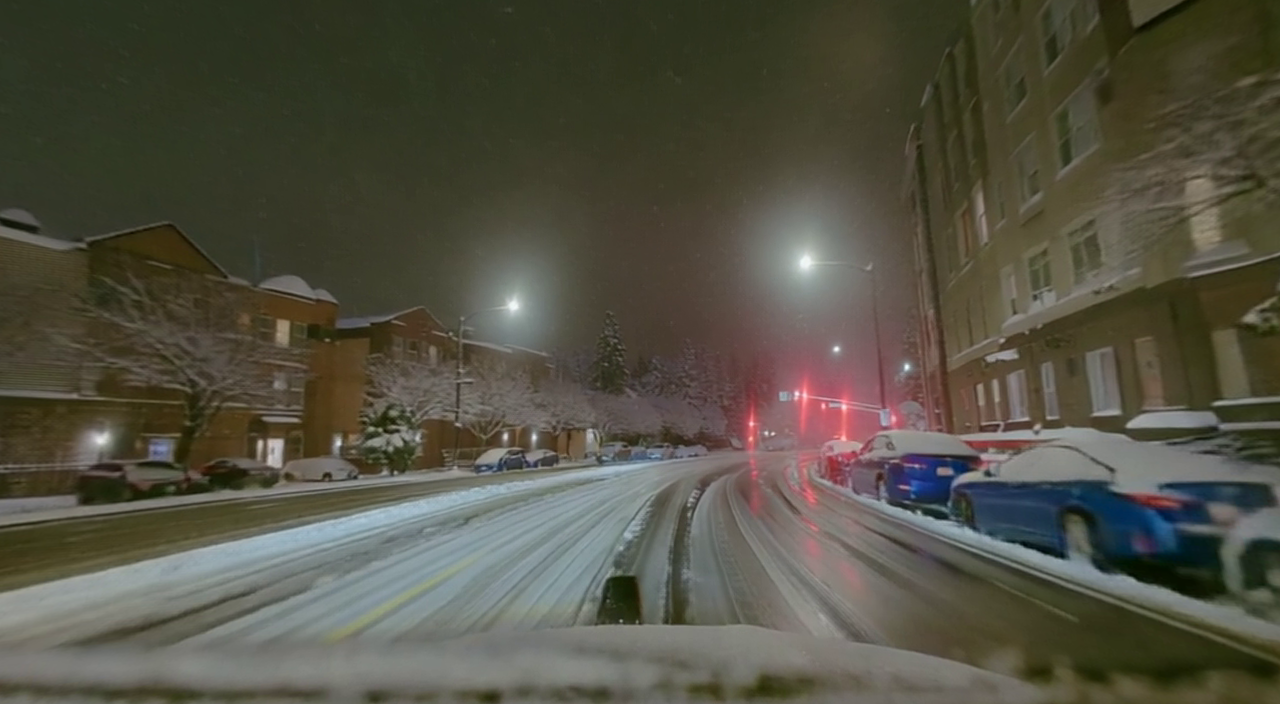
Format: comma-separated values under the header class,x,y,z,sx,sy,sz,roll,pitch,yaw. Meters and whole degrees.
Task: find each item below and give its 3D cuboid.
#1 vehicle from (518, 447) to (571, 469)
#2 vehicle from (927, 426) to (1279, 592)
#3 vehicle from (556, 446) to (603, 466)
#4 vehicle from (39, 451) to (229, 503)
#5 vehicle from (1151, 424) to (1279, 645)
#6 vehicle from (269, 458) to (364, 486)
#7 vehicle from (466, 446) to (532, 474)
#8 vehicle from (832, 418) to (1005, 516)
class,x,y,z,sx,sy,sz,roll,pitch,yaw
vehicle,-6.508,7.279,43.558,1.841,1.444,4.554,-3,-9,17
vehicle,5.683,1.831,8.359,1.879,1.542,4.693,-1,-9,4
vehicle,-4.624,8.070,49.146,1.811,1.459,4.702,-3,-9,19
vehicle,-20.749,5.099,26.077,6.006,1.964,2.474,-1,-9,7
vehicle,5.381,1.044,2.907,2.077,1.502,4.902,0,-8,2
vehicle,-17.769,6.579,34.781,4.178,1.407,2.012,-1,-9,9
vehicle,-8.200,6.303,37.216,1.882,1.508,4.476,-2,-9,14
vehicle,5.993,2.536,14.456,2.041,1.811,5.168,-1,-9,6
